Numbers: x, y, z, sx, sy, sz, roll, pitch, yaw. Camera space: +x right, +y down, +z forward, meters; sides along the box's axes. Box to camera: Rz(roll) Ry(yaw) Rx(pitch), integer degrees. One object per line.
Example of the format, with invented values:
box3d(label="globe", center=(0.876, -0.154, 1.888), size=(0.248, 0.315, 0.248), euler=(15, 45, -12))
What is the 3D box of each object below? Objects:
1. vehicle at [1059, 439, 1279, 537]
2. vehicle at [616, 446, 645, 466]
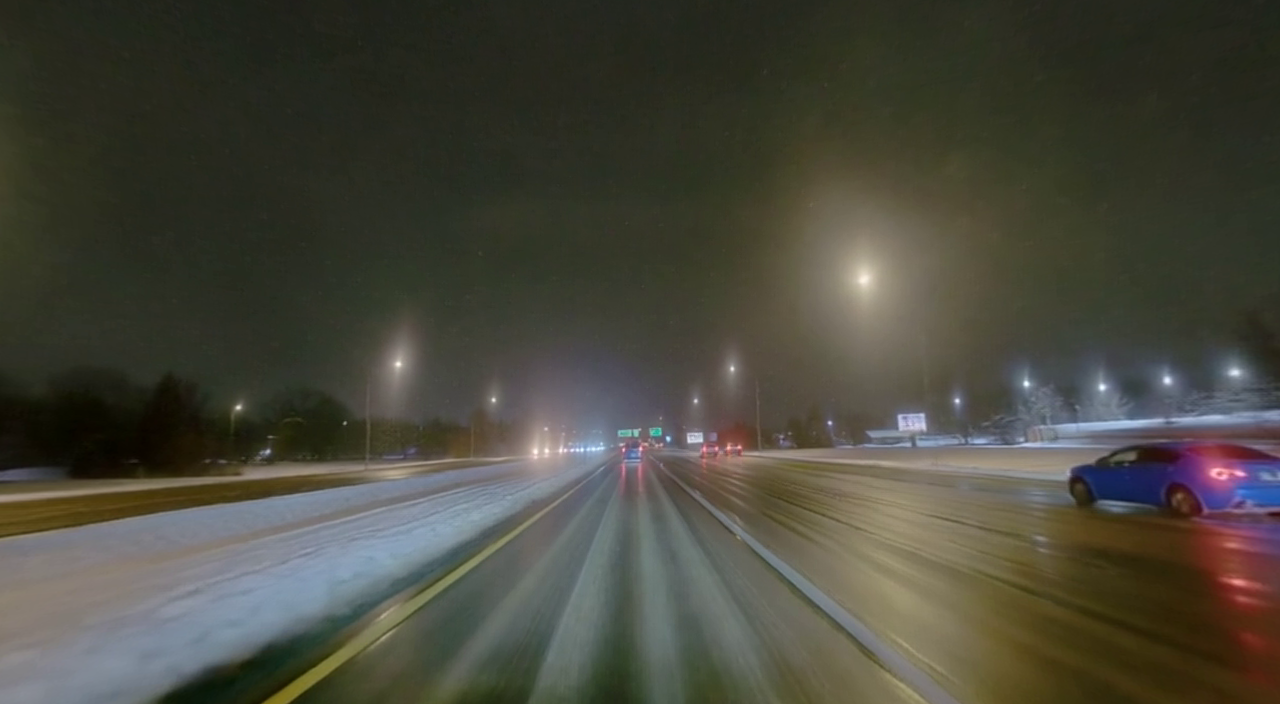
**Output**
box3d(label="vehicle", center=(10.740, 2.435, 12.186), size=(2.024, 1.481, 4.747), euler=(0, -8, -1))
box3d(label="vehicle", center=(-0.651, 7.428, 45.275), size=(2.004, 1.259, 3.781), euler=(0, -8, 0))
